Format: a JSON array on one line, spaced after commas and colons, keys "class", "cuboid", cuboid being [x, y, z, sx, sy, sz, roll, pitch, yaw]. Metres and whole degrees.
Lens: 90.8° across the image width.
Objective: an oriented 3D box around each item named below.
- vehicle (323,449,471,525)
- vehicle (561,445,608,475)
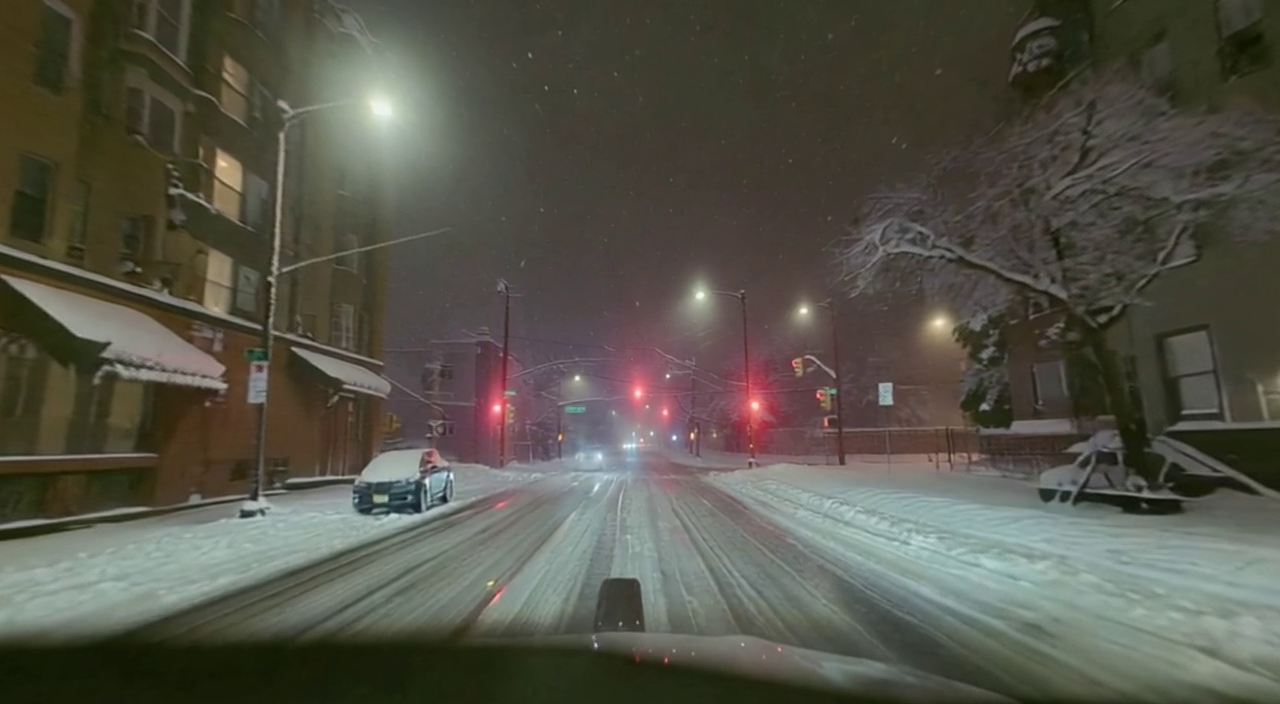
[{"class": "vehicle", "cuboid": [-5.823, 3.241, 15.806, 1.947, 1.473, 4.397, -3, -9, 1]}, {"class": "vehicle", "cuboid": [-2.840, 5.658, 33.314, 2.029, 1.438, 4.313, 0, -8, 1]}]
